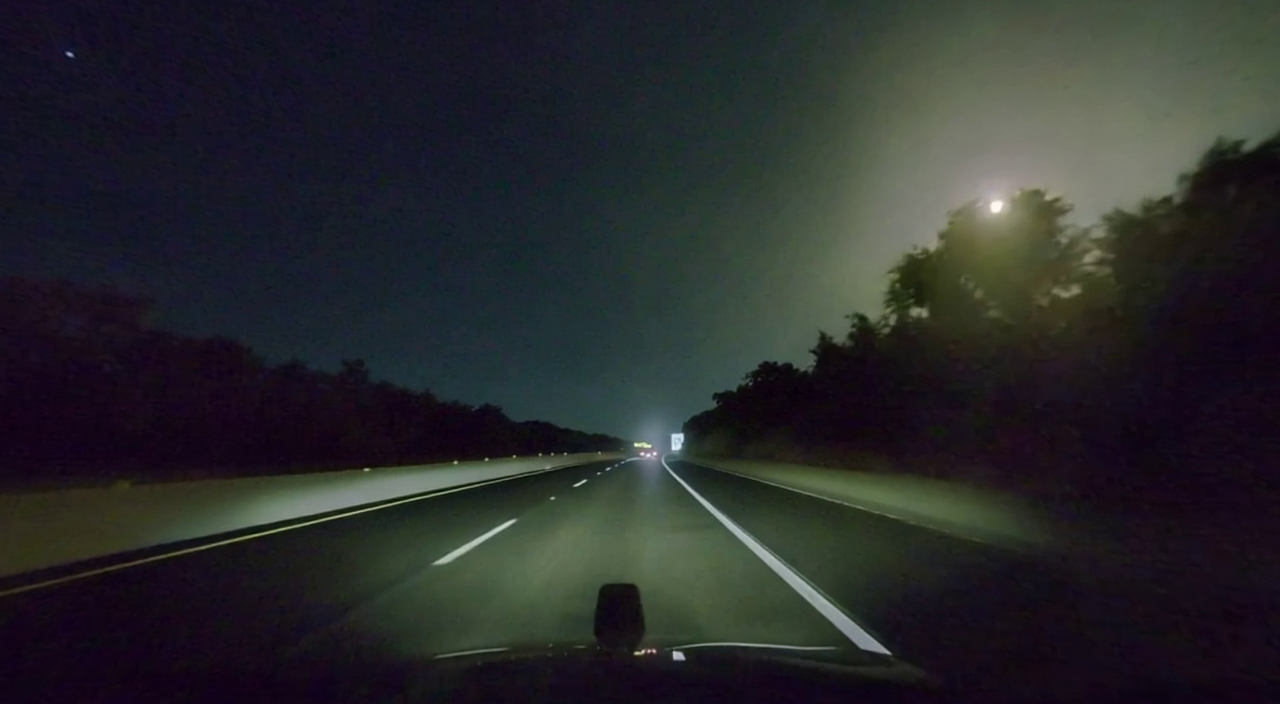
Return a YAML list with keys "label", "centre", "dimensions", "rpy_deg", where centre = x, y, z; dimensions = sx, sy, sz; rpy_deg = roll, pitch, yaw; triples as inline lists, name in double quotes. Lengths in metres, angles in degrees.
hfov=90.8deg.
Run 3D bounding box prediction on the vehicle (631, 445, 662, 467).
- label: "vehicle"
  centre: [0.523, 7.778, 47.305]
  dimensions: [2.221, 1.603, 4.149]
  rpy_deg: [0, -9, 1]
